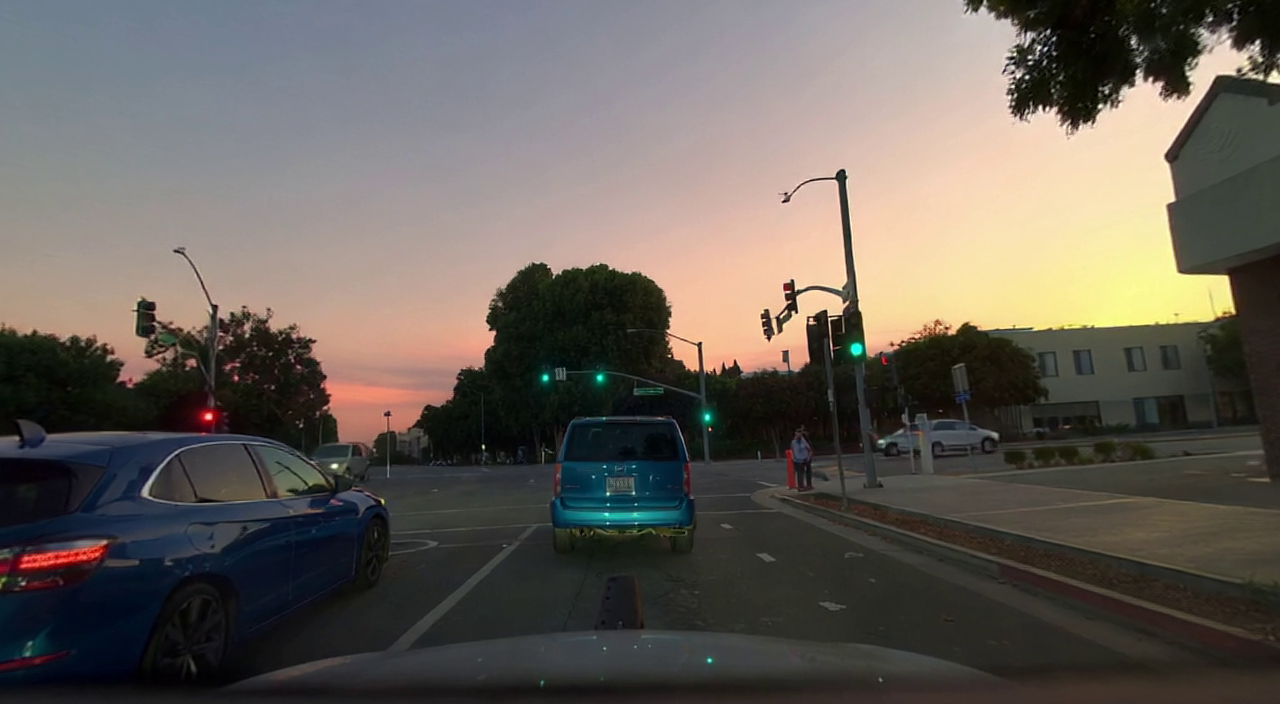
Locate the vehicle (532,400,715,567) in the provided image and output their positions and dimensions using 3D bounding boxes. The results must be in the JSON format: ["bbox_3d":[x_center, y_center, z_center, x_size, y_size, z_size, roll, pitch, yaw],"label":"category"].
[{"bbox_3d":[-0.189,1.797,9.336,2.059,1.877,4.249,0,-8,0],"label":"vehicle"}]

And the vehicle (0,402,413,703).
[{"bbox_3d":[-3.376,1.261,4.551,2.011,1.527,4.008,0,-8,-1],"label":"vehicle"}]

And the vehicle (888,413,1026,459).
[{"bbox_3d":[14.542,3.898,29.127,5.215,1.967,2.392,1,-9,-11],"label":"vehicle"}]
